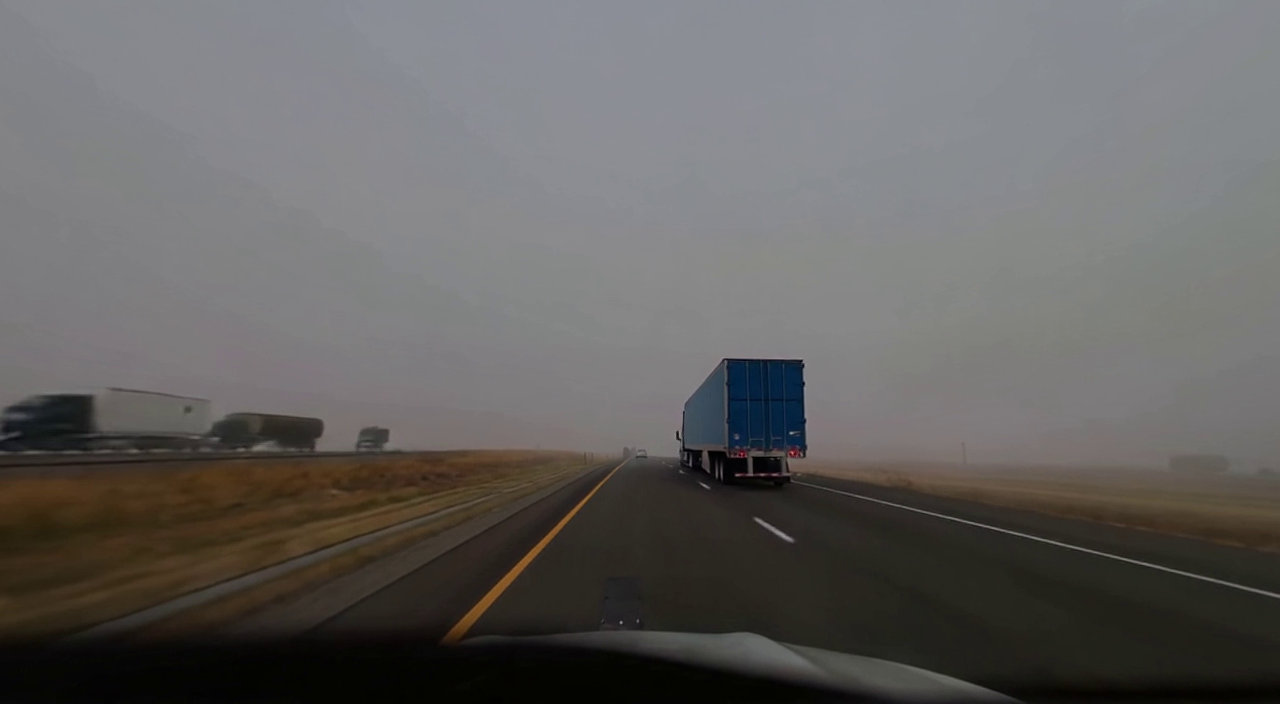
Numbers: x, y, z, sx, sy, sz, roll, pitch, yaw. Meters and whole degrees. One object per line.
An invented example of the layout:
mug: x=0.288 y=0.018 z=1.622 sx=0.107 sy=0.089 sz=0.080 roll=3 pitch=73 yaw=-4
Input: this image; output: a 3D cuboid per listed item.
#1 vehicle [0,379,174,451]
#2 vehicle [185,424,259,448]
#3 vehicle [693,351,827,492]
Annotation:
vehicle: x=-33.536 y=4.074 z=38.509 sx=2.998 sy=3.840 sz=8.986 roll=0 pitch=-9 yaw=0
vehicle: x=-29.273 y=5.948 z=44.297 sx=1.998 sy=1.559 sz=4.581 roll=0 pitch=-9 yaw=1
vehicle: x=4.082 y=3.027 z=25.201 sx=2.818 sy=4.206 sz=12.987 roll=0 pitch=-9 yaw=0
